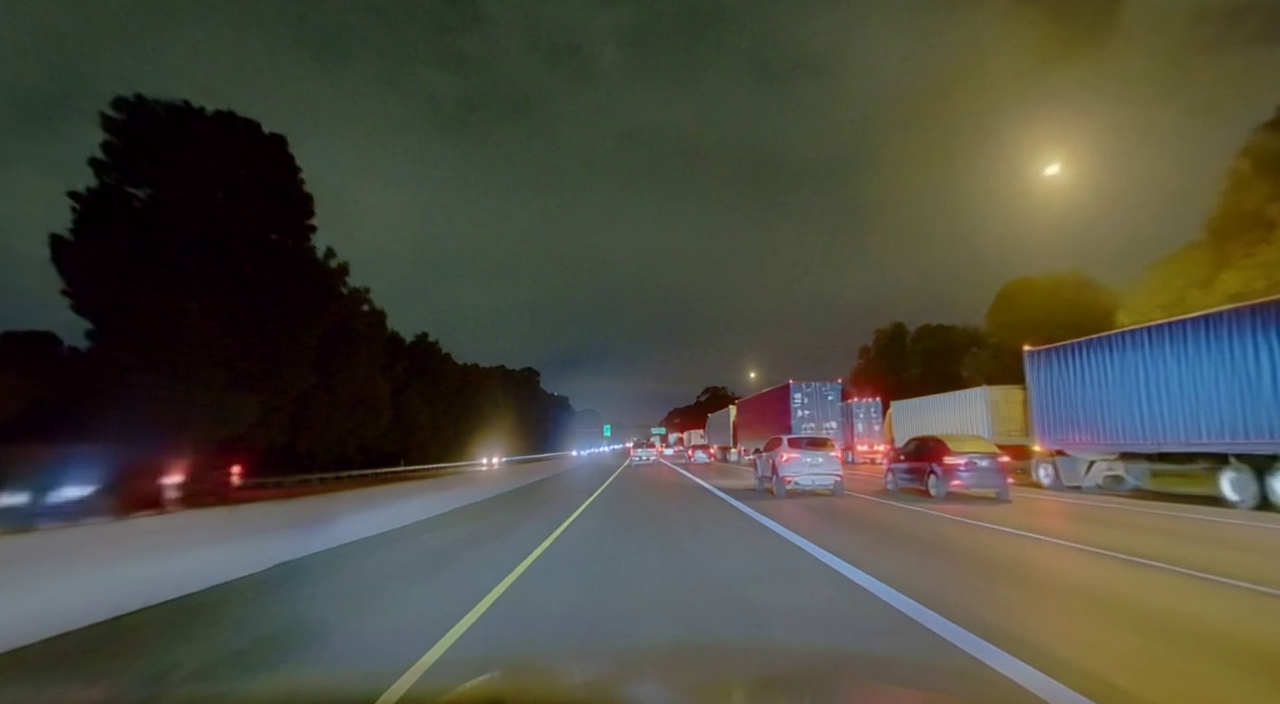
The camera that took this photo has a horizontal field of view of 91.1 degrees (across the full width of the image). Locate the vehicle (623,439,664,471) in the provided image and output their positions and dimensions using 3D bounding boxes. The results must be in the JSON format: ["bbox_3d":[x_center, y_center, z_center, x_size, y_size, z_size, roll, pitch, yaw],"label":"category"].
[{"bbox_3d":[0.240,6.083,37.322,2.313,1.736,4.215,0,-8,1],"label":"vehicle"}]

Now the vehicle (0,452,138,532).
[{"bbox_3d":[-13.289,2.854,12.935,1.920,1.481,4.706,0,-8,1],"label":"vehicle"}]

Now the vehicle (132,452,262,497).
[{"bbox_3d":[-17.147,4.733,24.594,1.925,1.527,4.257,0,-8,1],"label":"vehicle"}]

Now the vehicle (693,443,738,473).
[{"bbox_3d":[4.032,5.726,34.256,1.888,1.501,4.608,0,-8,0],"label":"vehicle"}]

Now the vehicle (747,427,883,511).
[{"bbox_3d":[3.959,2.705,15.012,1.972,1.693,4.139,0,-8,-1],"label":"vehicle"}]

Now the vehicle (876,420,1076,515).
[{"bbox_3d":[7.464,2.597,14.674,1.985,1.835,4.681,0,-8,-1],"label":"vehicle"}]

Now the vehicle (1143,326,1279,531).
[{"bbox_3d":[11.605,0.859,7.590,2.786,3.226,9.750,0,-8,-1],"label":"vehicle"}]
